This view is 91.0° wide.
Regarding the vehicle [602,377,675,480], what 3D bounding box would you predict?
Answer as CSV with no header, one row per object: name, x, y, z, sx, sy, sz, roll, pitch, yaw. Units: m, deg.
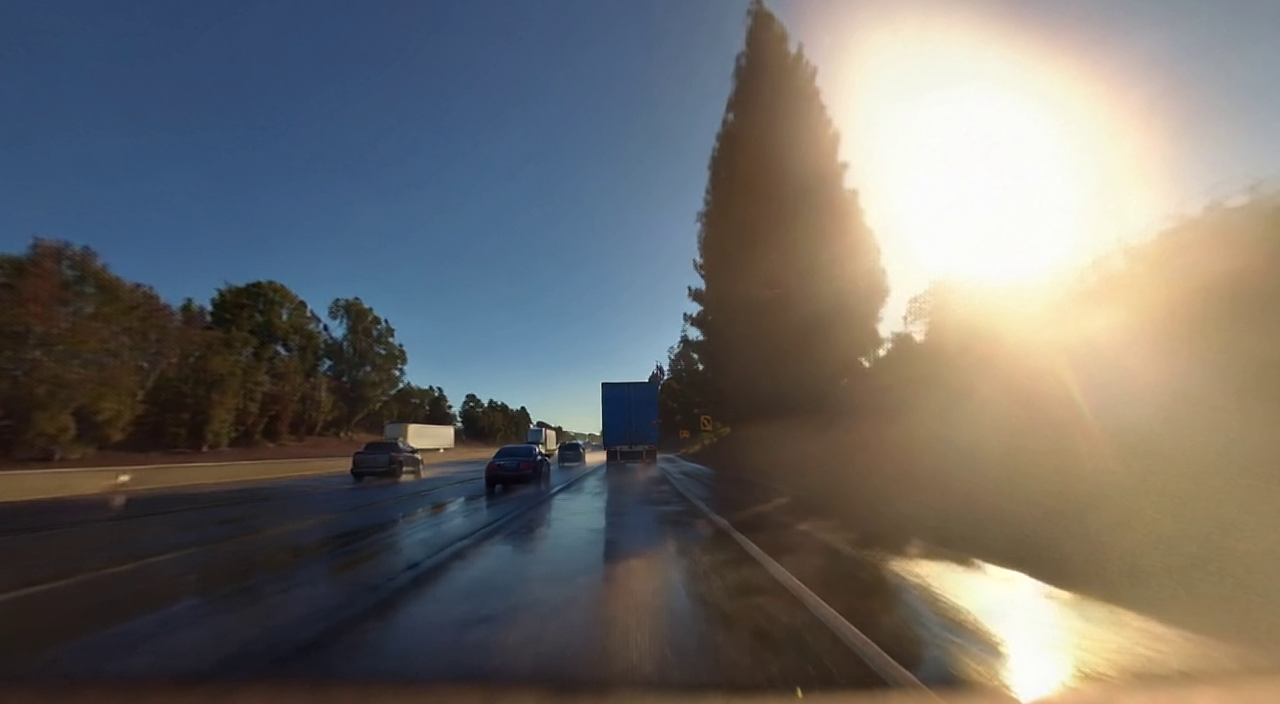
vehicle,-0.314,3.820,30.714,2.913,4.113,10.724,0,-8,-3

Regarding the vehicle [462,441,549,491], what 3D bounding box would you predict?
vehicle,-4.605,3.952,22.232,2.164,1.582,3.979,0,-8,1

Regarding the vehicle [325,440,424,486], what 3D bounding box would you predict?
vehicle,-10.002,4.197,24.118,1.952,1.590,4.090,-1,-8,1

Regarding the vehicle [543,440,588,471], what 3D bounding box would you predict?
vehicle,-4.320,6.043,37.120,2.158,1.680,4.087,0,-8,0
